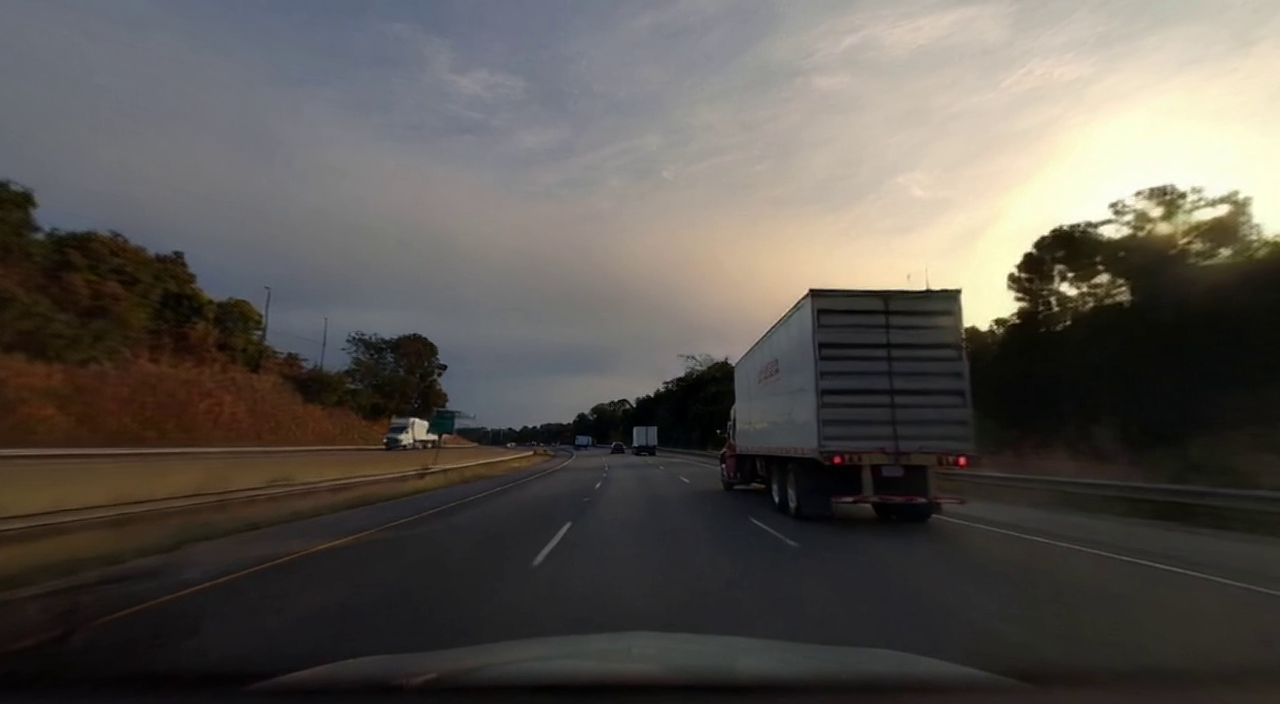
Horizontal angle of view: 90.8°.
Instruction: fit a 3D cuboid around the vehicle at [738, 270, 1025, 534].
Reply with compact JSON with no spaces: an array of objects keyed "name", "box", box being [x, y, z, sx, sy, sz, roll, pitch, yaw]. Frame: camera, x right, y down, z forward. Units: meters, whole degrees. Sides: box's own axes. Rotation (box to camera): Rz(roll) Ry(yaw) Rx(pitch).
[{"name":"vehicle","box":[4.263,1.344,13.772,2.826,4.035,8.369,0,-9,0]}]
